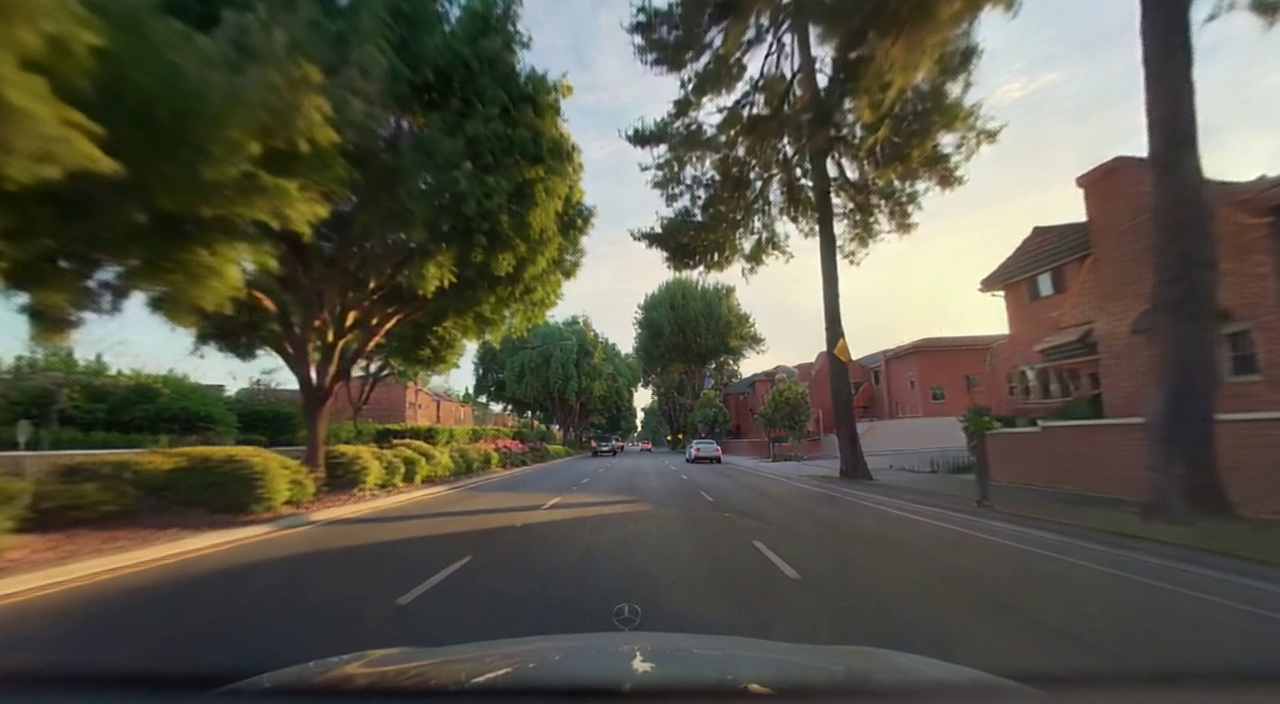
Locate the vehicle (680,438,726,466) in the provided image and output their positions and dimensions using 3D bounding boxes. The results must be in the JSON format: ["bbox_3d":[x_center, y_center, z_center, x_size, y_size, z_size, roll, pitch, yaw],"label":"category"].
[{"bbox_3d":[3.811,6.132,38.914,2.237,1.578,4.621,0,-8,-1],"label":"vehicle"}]
